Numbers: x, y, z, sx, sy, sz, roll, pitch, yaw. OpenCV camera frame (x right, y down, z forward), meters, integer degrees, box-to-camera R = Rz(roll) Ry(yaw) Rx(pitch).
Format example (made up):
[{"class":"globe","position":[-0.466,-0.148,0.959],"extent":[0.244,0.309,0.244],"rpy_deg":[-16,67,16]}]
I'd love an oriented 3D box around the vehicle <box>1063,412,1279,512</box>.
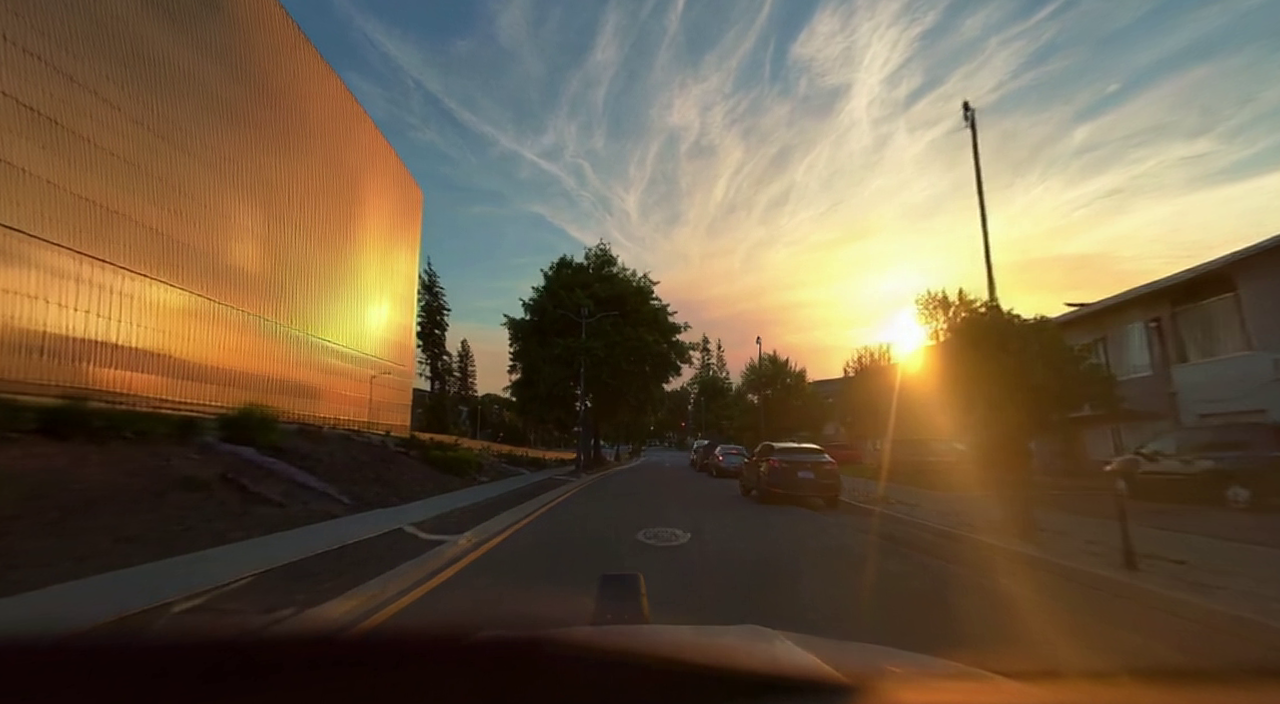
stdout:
[{"class":"vehicle","position":[10.332,1.937,11.430],"extent":[1.997,1.430,4.986],"rpy_deg":[0,-9,2]}]

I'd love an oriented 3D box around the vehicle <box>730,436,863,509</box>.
[{"class":"vehicle","position":[3.547,2.819,15.280],"extent":[2.024,1.475,4.565],"rpy_deg":[0,-9,0]}]
